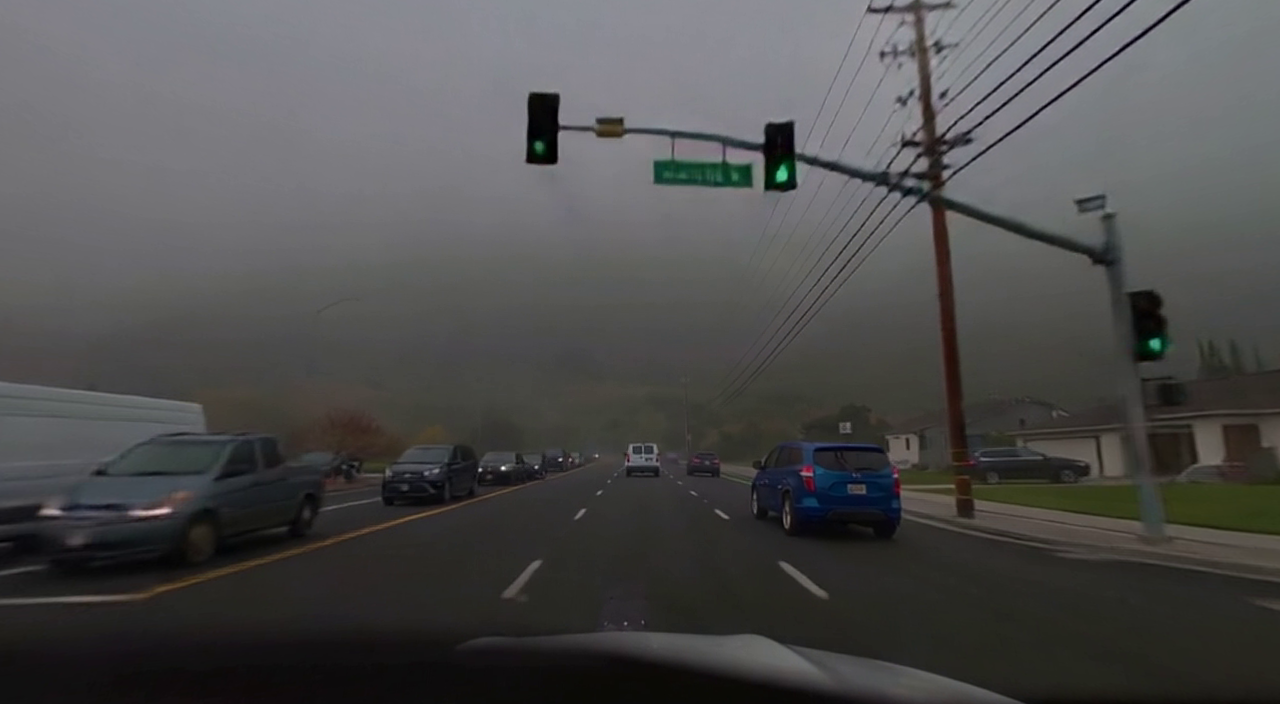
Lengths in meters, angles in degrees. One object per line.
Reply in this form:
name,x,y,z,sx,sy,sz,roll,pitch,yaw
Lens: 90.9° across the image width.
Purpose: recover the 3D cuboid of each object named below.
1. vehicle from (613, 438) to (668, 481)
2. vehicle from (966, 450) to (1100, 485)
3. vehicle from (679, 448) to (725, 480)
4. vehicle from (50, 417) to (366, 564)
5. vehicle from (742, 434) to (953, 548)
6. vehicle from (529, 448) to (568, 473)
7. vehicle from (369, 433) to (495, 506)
vehicle,-0.007,5.482,32.375,2.636,2.011,5.130,0,-8,-1
vehicle,17.373,5.100,28.040,4.656,1.461,1.955,0,-9,0
vehicle,3.327,6.099,34.700,1.957,1.646,4.355,0,-9,-1
vehicle,-6.347,2.055,10.105,1.983,1.801,4.391,0,-8,-1
vehicle,3.454,2.404,11.718,2.155,1.658,4.721,0,-9,-2
vehicle,-6.408,7.660,44.690,2.095,1.695,4.431,0,-9,0
vehicle,-6.142,3.523,19.472,1.993,1.884,5.481,0,-9,0
